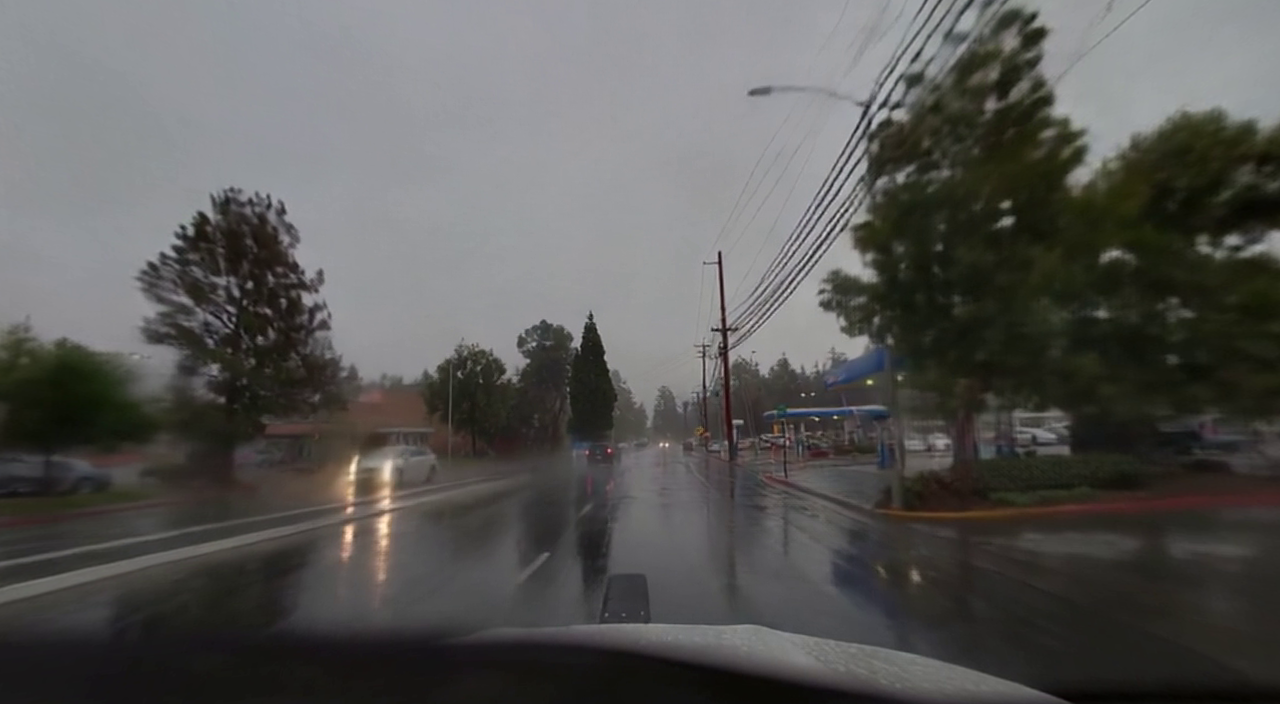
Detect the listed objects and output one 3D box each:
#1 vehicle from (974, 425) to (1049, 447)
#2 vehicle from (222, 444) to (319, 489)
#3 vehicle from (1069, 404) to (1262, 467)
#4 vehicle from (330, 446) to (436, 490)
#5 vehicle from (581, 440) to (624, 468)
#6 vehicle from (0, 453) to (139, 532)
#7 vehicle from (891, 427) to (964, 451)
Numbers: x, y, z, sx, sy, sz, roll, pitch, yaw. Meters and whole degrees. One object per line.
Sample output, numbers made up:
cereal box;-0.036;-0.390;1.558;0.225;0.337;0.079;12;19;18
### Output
vehicle;27.276;6.247;46.483;1.901;1.509;4.610;2;-9;-15
vehicle;-19.515;5.954;33.209;5.575;2.142;1.996;-6;-10;33
vehicle;18.660;2.993;22.798;2.020;1.972;4.983;2;-7;-15
vehicle;-9.881;4.475;24.770;2.021;1.480;4.800;-1;-8;2
vehicle;-2.122;5.885;36.569;2.073;1.525;3.968;-1;-8;2
vehicle;-13.864;3.008;13.706;2.091;1.538;4.451;-1;-8;4
vehicle;21.370;6.538;47.149;1.908;1.474;4.885;0;-10;-22
